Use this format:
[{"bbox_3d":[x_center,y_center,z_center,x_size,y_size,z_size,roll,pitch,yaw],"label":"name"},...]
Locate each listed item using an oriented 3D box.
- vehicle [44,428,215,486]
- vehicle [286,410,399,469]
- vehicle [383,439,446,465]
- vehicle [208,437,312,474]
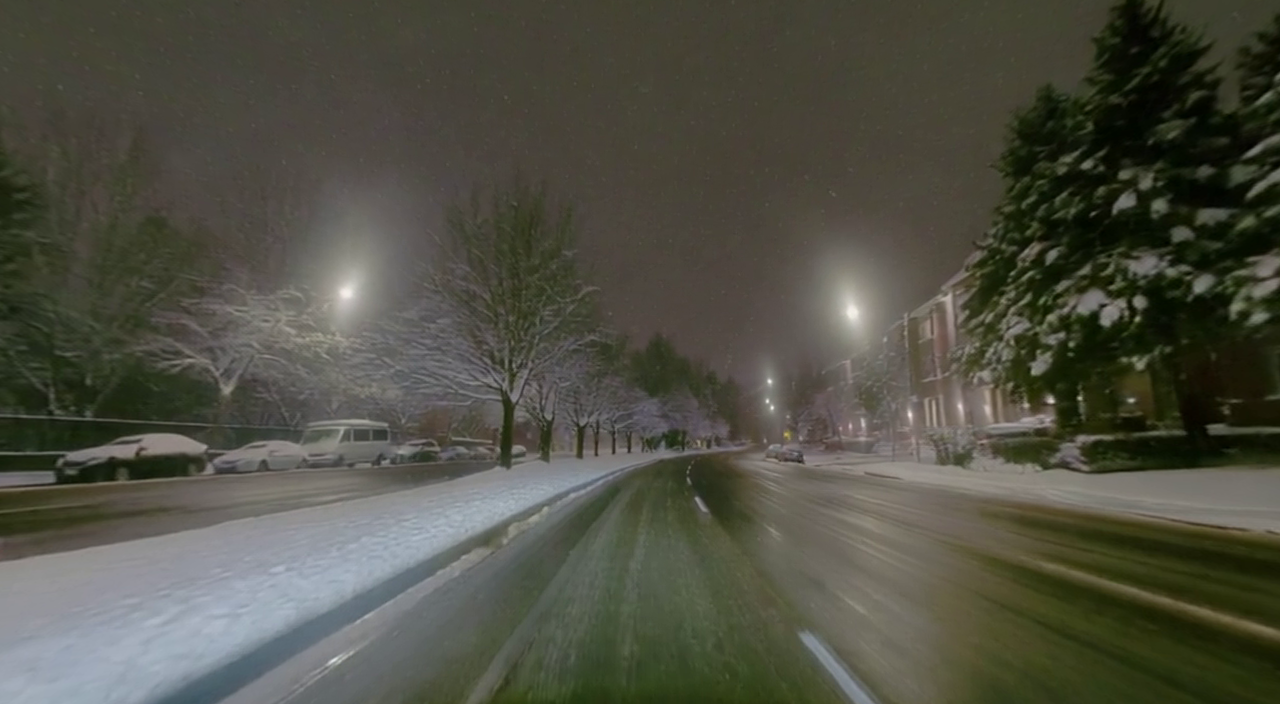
[{"bbox_3d":[-18.830,3.915,23.730,2.096,1.839,5.137,-2,-9,1],"label":"vehicle"},{"bbox_3d":[-17.649,5.394,38.177,2.781,3.224,7.055,-1,-10,5],"label":"vehicle"},{"bbox_3d":[-16.876,7.544,47.660,2.226,1.733,5.775,-1,-9,5],"label":"vehicle"},{"bbox_3d":[-18.319,5.049,30.787,1.876,1.624,4.827,-1,-9,3],"label":"vehicle"}]
